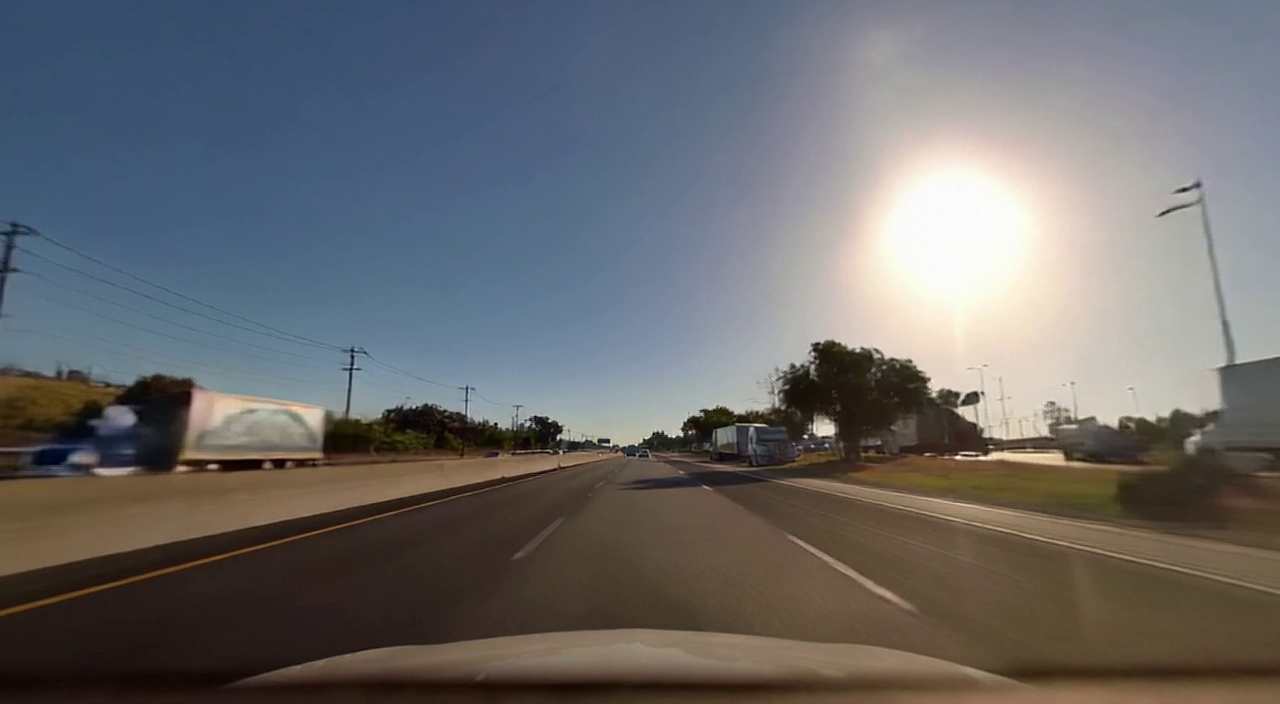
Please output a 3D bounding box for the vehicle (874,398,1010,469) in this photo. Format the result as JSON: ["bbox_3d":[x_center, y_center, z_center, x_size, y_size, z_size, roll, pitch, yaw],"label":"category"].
[{"bbox_3d":[21.021,5.959,45.284,2.849,4.148,14.184,-3,-8,1],"label":"vehicle"}]
